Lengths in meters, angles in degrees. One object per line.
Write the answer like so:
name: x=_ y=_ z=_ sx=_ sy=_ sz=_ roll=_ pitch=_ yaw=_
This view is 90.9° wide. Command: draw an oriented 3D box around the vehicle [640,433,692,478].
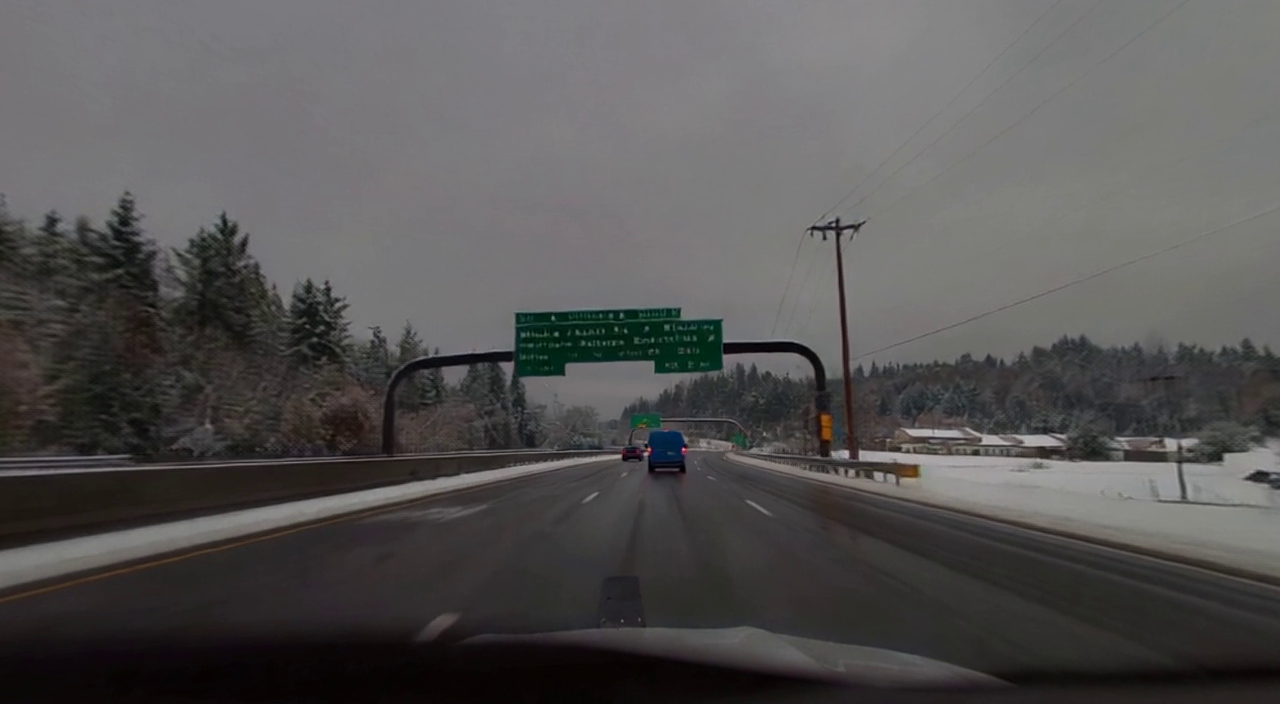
vehicle: x=1.211 y=4.936 z=30.141 sx=2.261 sy=1.969 sz=5.104 roll=0 pitch=-9 yaw=2
